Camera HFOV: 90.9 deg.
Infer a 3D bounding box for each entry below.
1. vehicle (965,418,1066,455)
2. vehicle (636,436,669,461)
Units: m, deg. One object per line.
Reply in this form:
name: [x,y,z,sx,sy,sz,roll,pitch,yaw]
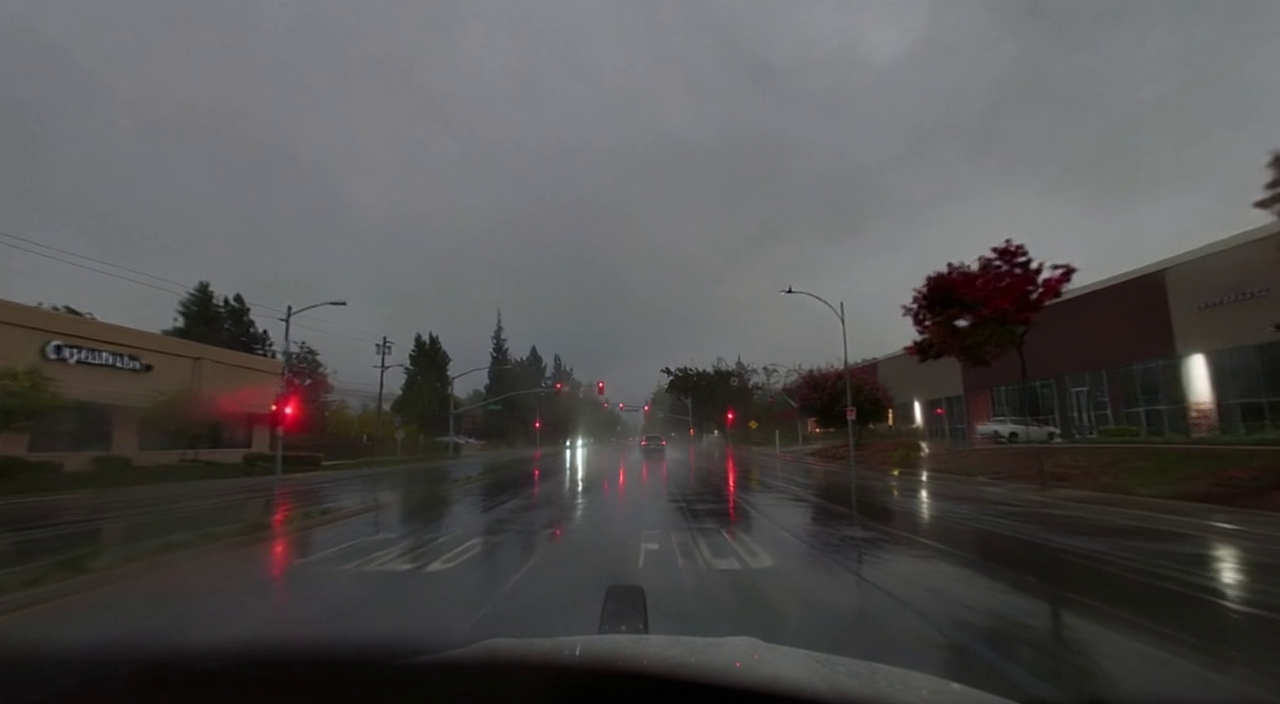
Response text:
vehicle: [23.833,5.445,40.481,2.647,2.185,6.556,-1,-8,2]
vehicle: [0.743,6.200,40.533,2.028,1.478,4.545,0,-8,0]
